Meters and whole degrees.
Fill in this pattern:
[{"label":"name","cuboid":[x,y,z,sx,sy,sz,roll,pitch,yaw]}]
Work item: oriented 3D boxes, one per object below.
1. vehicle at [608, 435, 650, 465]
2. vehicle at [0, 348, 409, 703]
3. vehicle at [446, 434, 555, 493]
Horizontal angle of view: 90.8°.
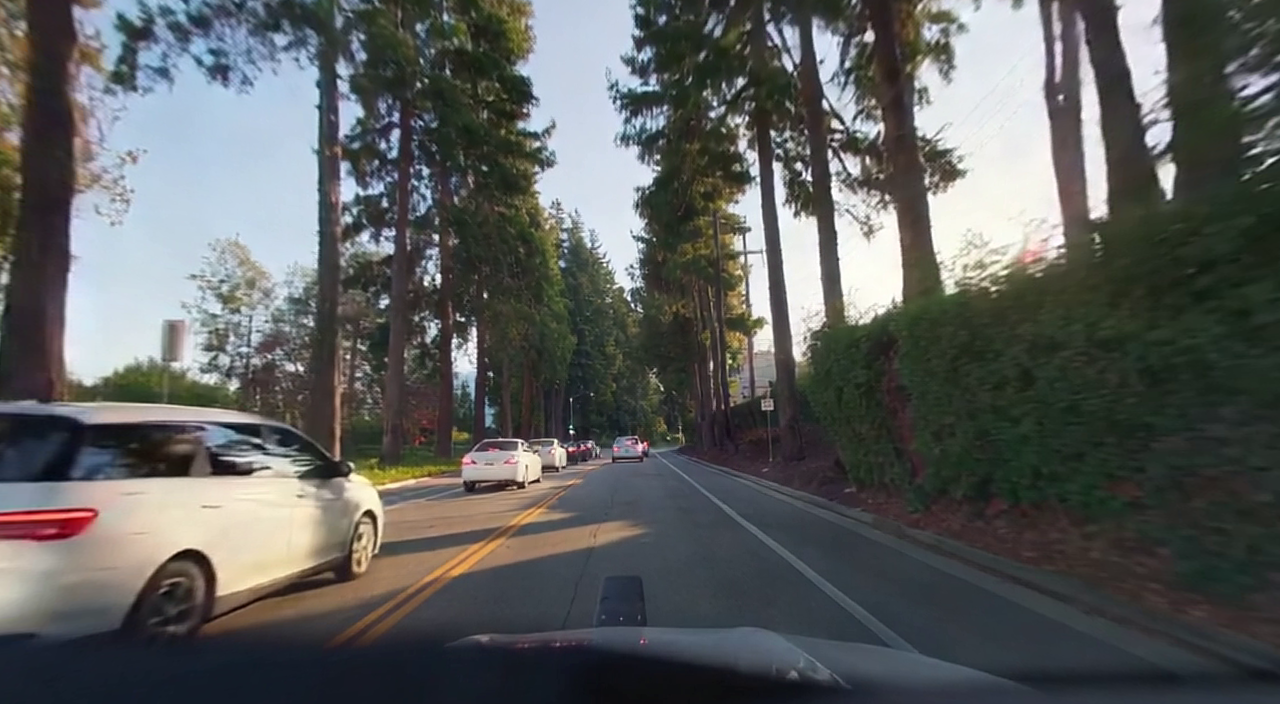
[{"label":"vehicle","cuboid":[-0.593,5.338,34.483,2.127,1.517,4.090,0,-8,-1]},{"label":"vehicle","cuboid":[-3.687,1.138,4.879,2.126,1.707,4.317,0,-8,0]},{"label":"vehicle","cuboid":[-3.740,3.074,17.811,2.030,1.452,4.312,0,-8,1]}]
